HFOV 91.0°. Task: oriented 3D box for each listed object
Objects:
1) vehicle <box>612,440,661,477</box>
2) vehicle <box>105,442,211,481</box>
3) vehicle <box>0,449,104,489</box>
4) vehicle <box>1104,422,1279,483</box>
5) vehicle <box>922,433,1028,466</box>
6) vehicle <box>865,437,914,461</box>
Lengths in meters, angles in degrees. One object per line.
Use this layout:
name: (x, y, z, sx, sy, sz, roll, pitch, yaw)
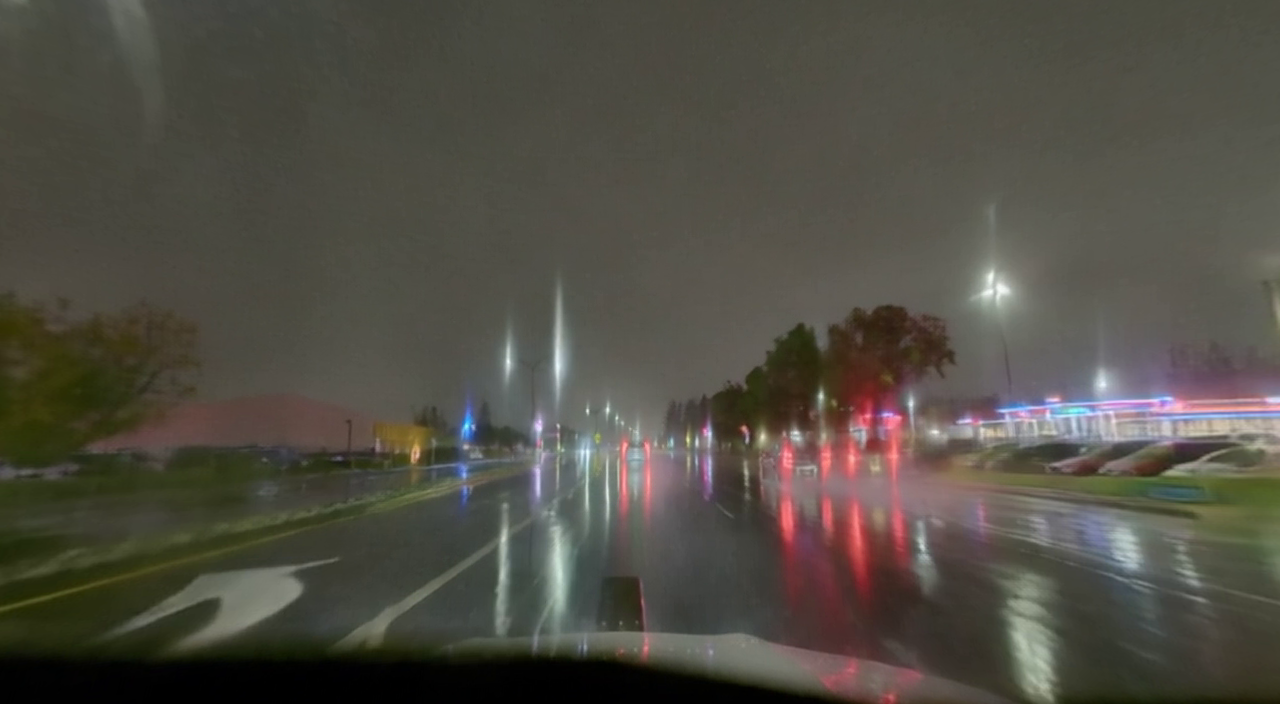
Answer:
vehicle: (-0.188, 4.567, 27.213, 1.998, 1.452, 3.773, 0, -8, -1)
vehicle: (-26.987, 6.146, 35.356, 4.087, 1.755, 2.304, -5, -9, 1)
vehicle: (-26.812, 5.115, 27.749, 4.444, 1.630, 2.287, -1, -8, 6)
vehicle: (17.927, 3.138, 19.712, 5.083, 1.778, 2.063, 0, -9, 1)
vehicle: (17.040, 4.961, 32.149, 4.224, 1.614, 2.028, 0, -9, -1)
vehicle: (18.950, 7.405, 48.088, 1.894, 1.706, 4.583, 0, -9, 1)
